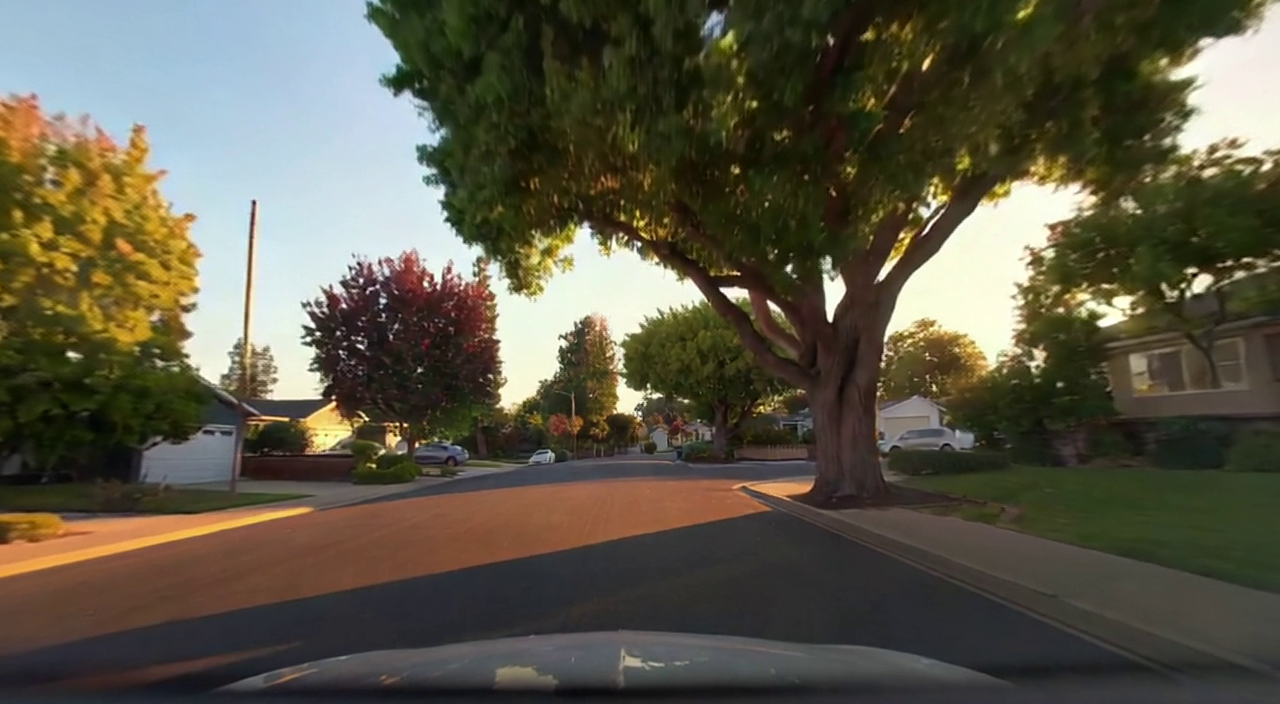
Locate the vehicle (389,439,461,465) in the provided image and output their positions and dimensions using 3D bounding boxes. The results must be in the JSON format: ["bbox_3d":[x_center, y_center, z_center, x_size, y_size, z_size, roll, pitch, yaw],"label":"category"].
[{"bbox_3d":[-16.013,7.469,47.079,4.683,1.849,2.044,1,-9,-4],"label":"vehicle"}]
